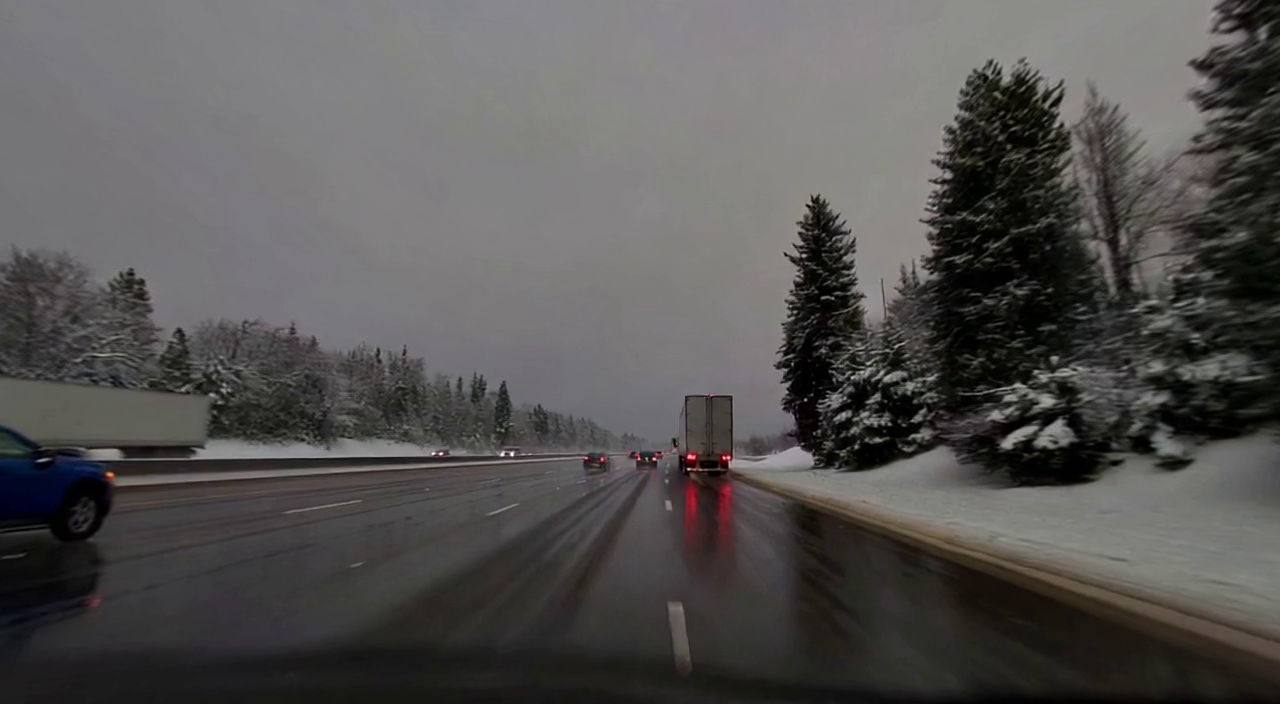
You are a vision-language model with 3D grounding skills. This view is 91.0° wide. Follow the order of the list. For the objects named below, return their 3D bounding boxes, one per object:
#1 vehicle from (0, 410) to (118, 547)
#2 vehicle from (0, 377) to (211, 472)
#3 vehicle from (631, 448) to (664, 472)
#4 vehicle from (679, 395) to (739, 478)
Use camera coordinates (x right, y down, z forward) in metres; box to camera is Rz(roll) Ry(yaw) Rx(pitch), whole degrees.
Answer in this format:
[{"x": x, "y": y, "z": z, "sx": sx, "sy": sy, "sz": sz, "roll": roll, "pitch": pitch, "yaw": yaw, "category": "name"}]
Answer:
[{"x": -9.288, "y": 1.486, "z": 7.190, "sx": 2.264, "sy": 1.728, "sz": 4.940, "roll": 0, "pitch": -9, "yaw": 2, "category": "vehicle"}, {"x": -32.784, "y": 4.421, "z": 36.634, "sx": 3.050, "sy": 4.632, "sz": 16.557, "roll": -1, "pitch": -9, "yaw": 4, "category": "vehicle"}, {"x": 0.576, "y": 7.935, "z": 46.488, "sx": 2.287, "sy": 1.689, "sz": 4.307, "roll": 0, "pitch": -9, "yaw": 3, "category": "vehicle"}, {"x": 4.017, "y": 5.431, "z": 40.121, "sx": 2.891, "sy": 4.123, "sz": 16.415, "roll": 1, "pitch": -8, "yaw": 3, "category": "vehicle"}]
